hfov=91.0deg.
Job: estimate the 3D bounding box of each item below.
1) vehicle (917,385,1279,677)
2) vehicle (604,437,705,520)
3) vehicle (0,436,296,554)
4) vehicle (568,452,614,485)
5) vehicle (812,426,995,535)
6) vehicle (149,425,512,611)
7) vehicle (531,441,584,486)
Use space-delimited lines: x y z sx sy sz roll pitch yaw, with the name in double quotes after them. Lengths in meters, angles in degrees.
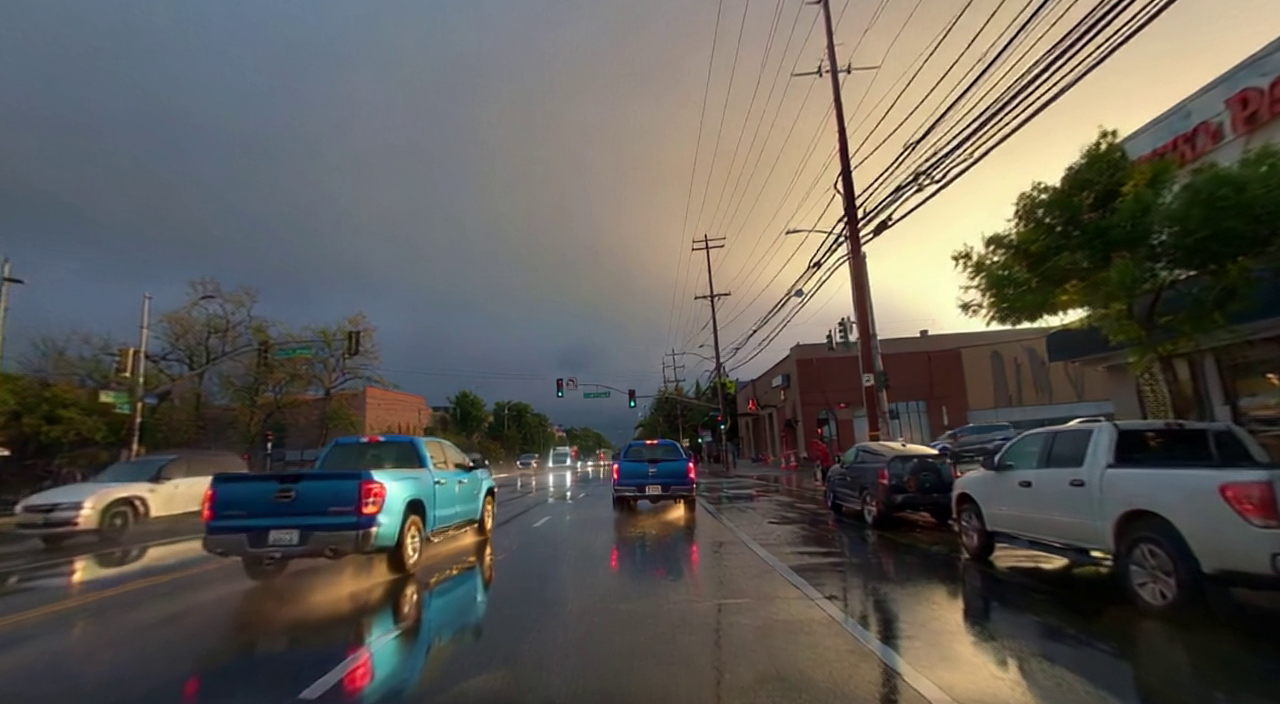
4.905 1.469 6.368 2.007 1.786 4.870 0 -9 0 "vehicle"
0.537 3.027 15.701 2.089 1.699 4.650 -1 -9 6 "vehicle"
-9.097 2.585 12.220 2.040 1.786 4.772 0 -9 1 "vehicle"
-2.847 6.979 37.950 2.140 1.768 5.092 0 -9 3 "vehicle"
5.118 2.536 13.054 1.974 1.823 4.576 0 -9 3 "vehicle"
-3.141 1.772 7.770 1.995 1.554 4.618 0 -9 2 "vehicle"
-5.766 7.941 45.316 2.619 2.948 7.193 0 -9 2 "vehicle"
